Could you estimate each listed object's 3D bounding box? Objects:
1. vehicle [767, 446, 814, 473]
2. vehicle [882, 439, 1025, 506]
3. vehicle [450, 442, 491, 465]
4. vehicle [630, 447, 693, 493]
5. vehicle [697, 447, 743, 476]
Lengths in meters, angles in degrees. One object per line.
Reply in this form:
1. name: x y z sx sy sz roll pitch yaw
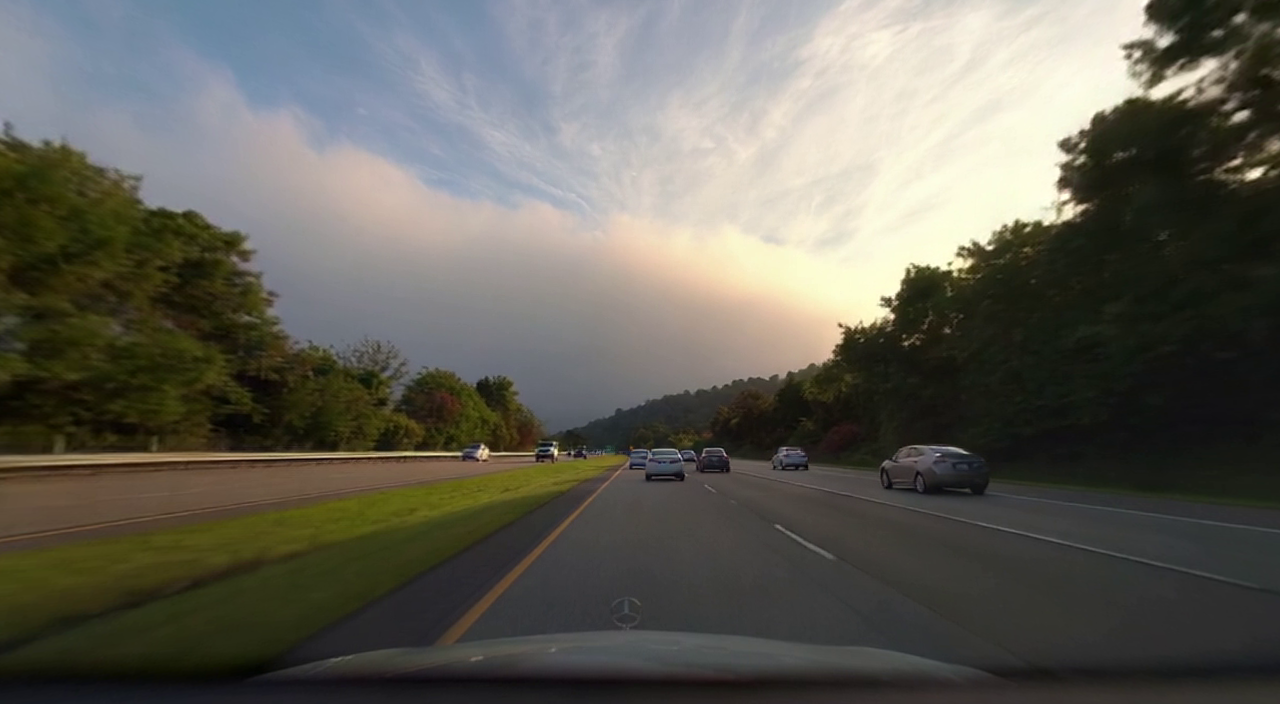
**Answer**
1. vehicle: 9.245 6.641 39.069 1.957 1.594 3.632 0 -9 0
2. vehicle: 8.146 3.150 16.810 1.847 1.554 3.752 0 -9 0
3. vehicle: -12.459 7.514 46.567 1.835 1.583 4.021 0 -9 0
4. vehicle: 0.686 4.054 21.963 2.020 1.426 3.702 0 -9 0
5. vehicle: 4.433 6.101 35.367 1.981 1.518 4.029 0 -9 -1
